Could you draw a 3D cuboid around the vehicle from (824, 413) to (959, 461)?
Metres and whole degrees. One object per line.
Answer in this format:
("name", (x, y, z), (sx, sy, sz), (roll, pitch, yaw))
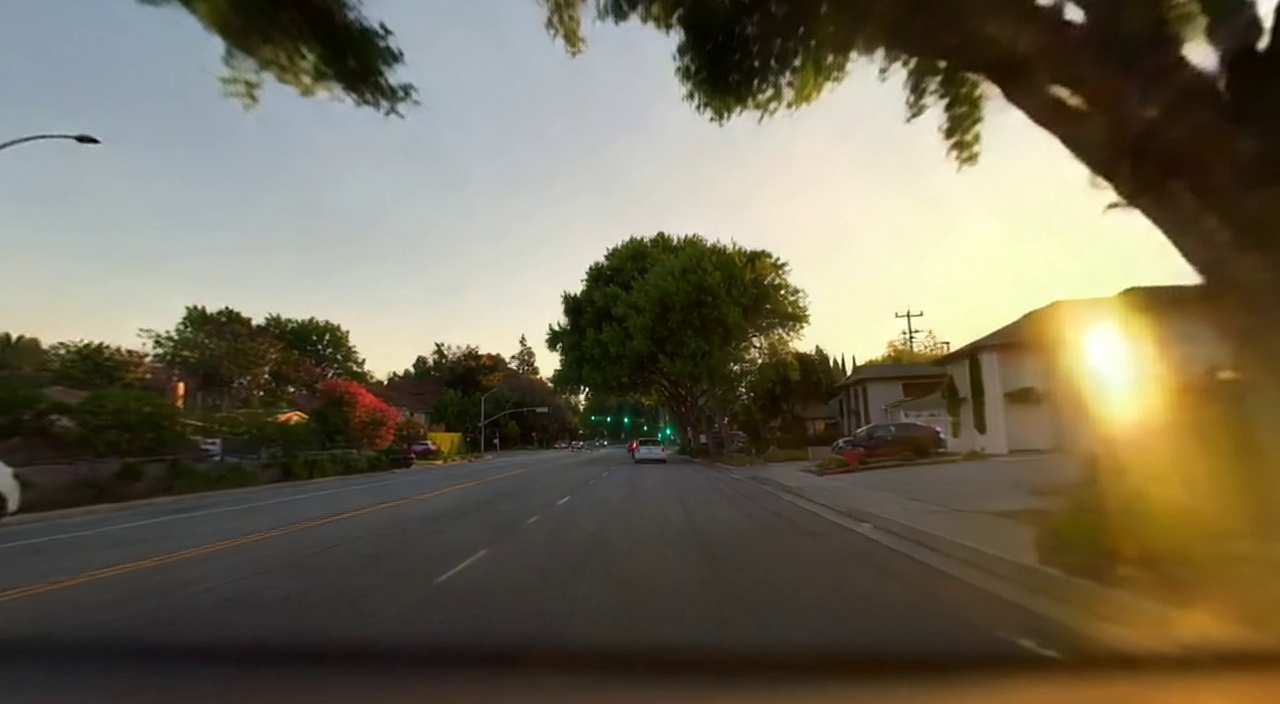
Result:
("vehicle", (10.442, 3.572, 26.435), (4.746, 1.485, 1.916), (-5, -8, 0))

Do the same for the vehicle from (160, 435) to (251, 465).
("vehicle", (-28.182, 6.328, 40.848), (5.100, 1.864, 2.490), (-4, -9, 25))

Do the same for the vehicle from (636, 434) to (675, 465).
("vehicle", (0.865, 5.464, 35.359), (2.088, 1.607, 3.903), (0, -8, 2))
